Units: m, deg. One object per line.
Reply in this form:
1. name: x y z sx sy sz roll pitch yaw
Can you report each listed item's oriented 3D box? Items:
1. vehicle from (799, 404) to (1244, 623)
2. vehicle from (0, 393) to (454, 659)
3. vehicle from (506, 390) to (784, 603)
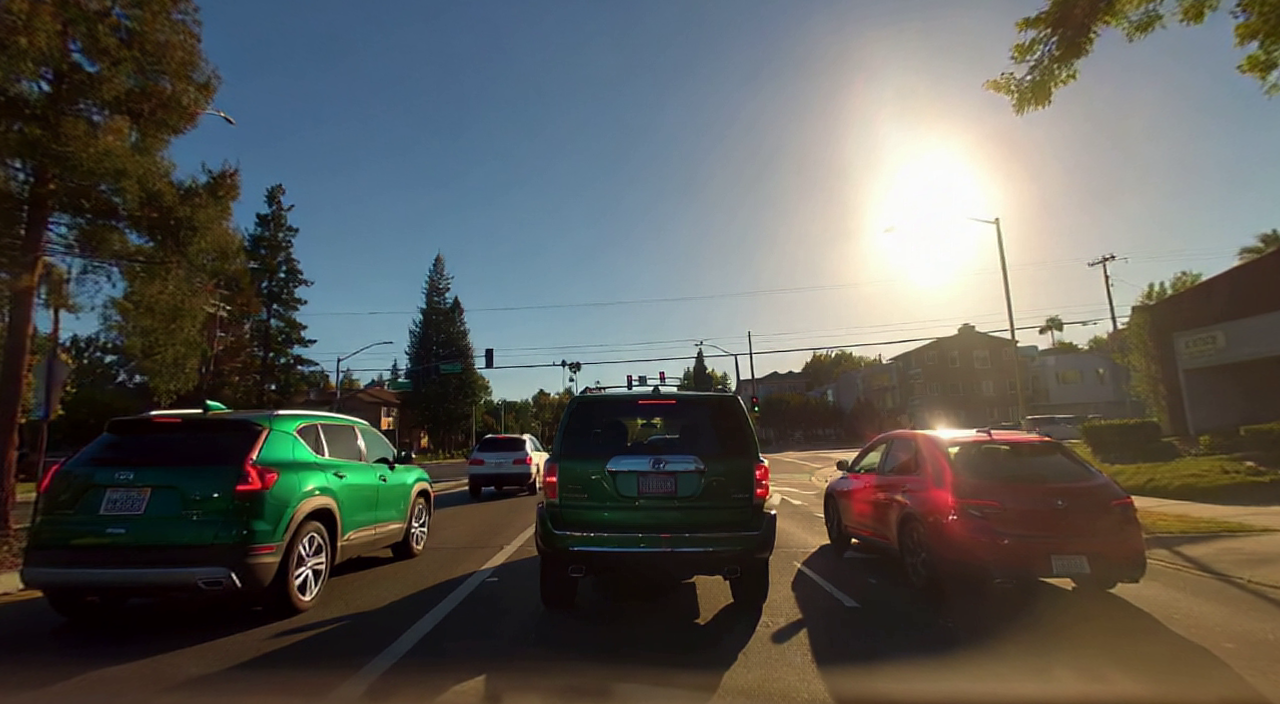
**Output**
1. vehicle: 3.472 1.551 7.047 2.202 1.657 4.298 0 -9 -1
2. vehicle: -3.369 1.377 6.017 1.961 1.639 4.064 0 -9 0
3. vehicle: 0.024 1.484 7.249 2.294 1.761 3.857 0 -9 -1
